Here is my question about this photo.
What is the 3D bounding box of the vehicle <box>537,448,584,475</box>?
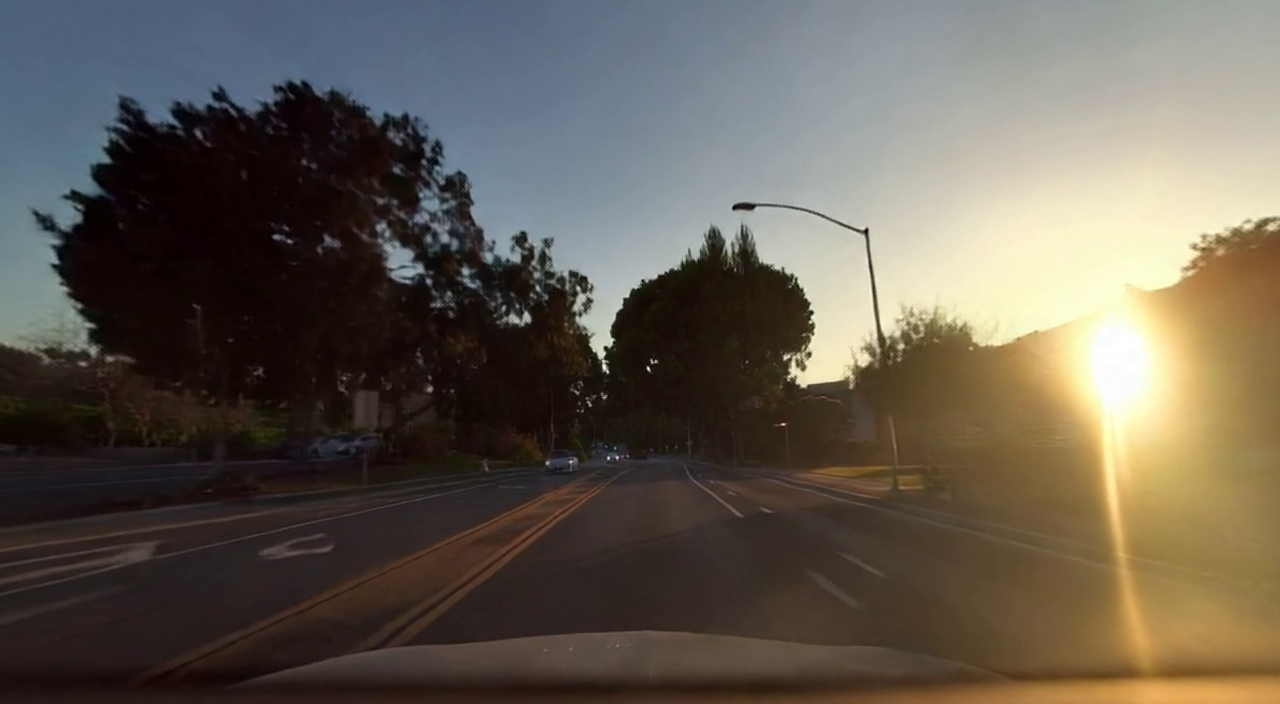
[{"bbox_3d":[-4.771,6.648,38.623,2.133,1.508,4.535,-1,-8,2],"label":"vehicle"}]
